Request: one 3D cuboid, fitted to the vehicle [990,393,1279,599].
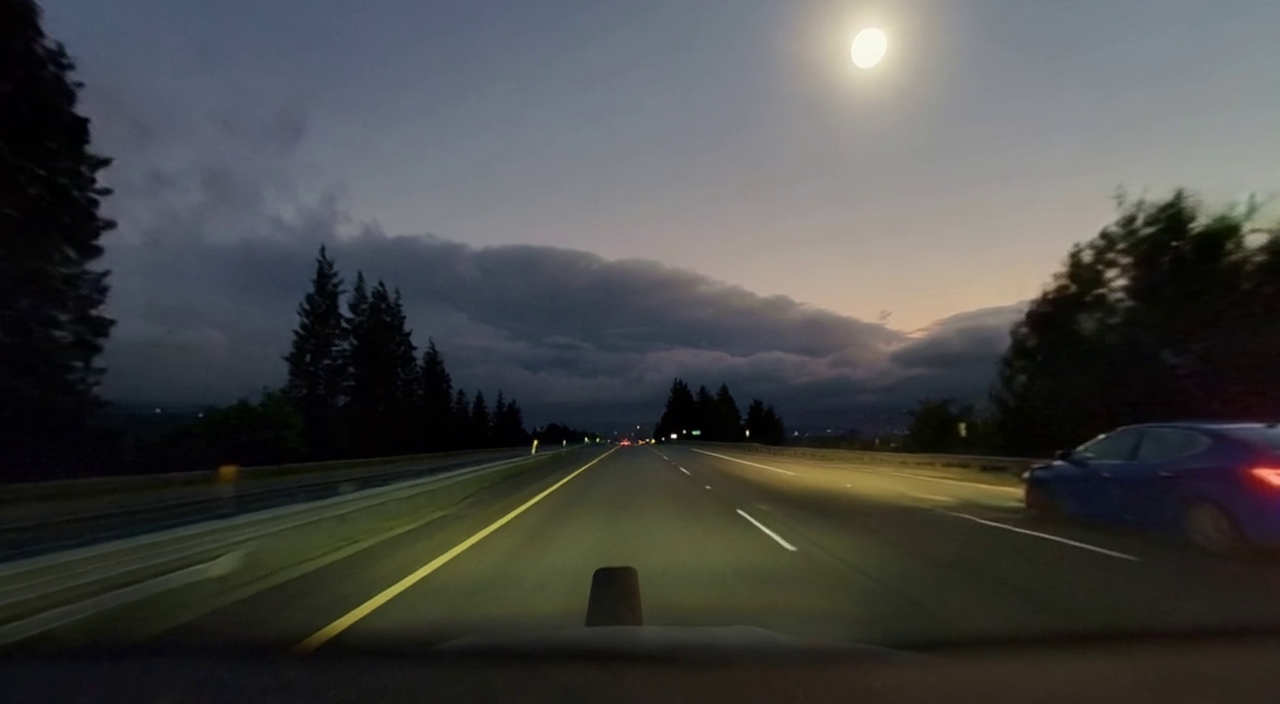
[{"bbox_3d":[6.399,1.411,6.803,2.273,1.698,4.863,0,-8,-2],"label":"vehicle"}]
